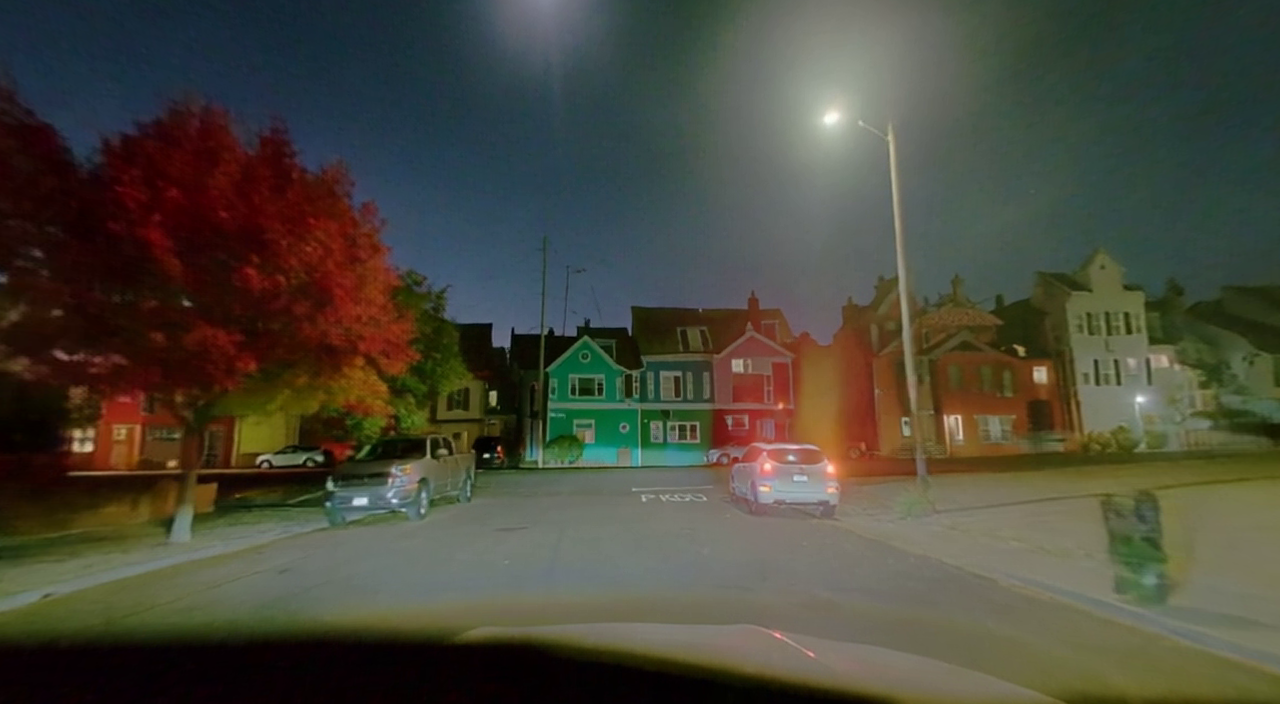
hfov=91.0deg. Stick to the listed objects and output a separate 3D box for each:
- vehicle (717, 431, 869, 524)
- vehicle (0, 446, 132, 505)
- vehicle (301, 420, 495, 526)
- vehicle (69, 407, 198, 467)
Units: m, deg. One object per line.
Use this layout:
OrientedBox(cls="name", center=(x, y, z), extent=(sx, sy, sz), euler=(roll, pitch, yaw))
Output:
OrientedBox(cls="vehicle", center=(3.340, 2.847, 14.942), extent=(2.109, 1.811, 4.886), euler=(1, -9, -3))
OrientedBox(cls="vehicle", center=(-15.953, 3.275, 17.124), extent=(1.563, 1.433, 3.492), euler=(1, -9, -7))
OrientedBox(cls="vehicle", center=(-5.569, 2.895, 15.800), extent=(2.480, 2.084, 6.353), euler=(0, -9, -1))
OrientedBox(cls="vehicle", center=(-31.402, 5.177, 39.431), extent=(2.473, 2.922, 6.719), euler=(-1, -1, 3))
